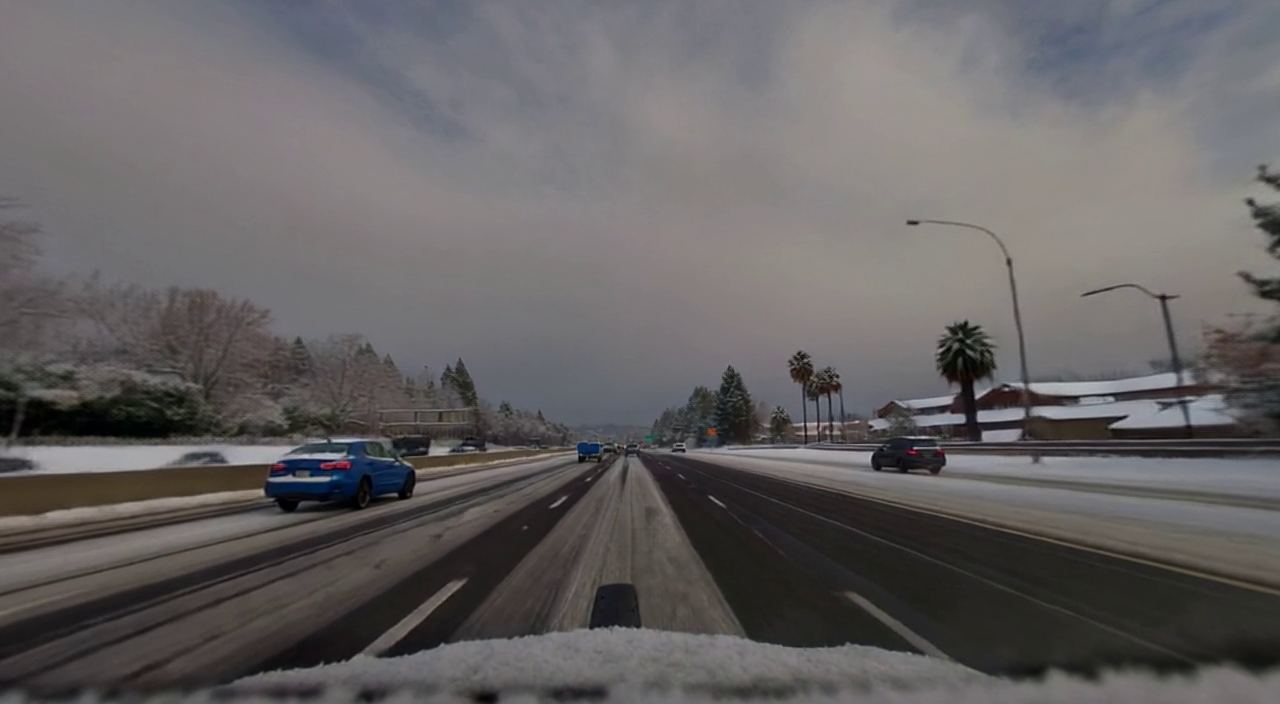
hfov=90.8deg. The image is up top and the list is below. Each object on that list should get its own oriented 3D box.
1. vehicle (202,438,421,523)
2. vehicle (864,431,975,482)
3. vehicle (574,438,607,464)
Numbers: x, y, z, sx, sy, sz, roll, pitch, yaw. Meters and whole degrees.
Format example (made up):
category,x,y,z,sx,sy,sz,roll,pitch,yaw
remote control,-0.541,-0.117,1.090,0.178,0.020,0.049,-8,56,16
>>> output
category,x,y,z,sx,sy,sz,roll,pitch,yaw
vehicle,-6.650,2.651,13.647,2.018,1.480,4.999,0,-9,0
vehicle,10.783,4.093,24.845,2.168,1.792,4.457,0,-9,-2
vehicle,-3.797,7.752,49.465,2.225,1.967,4.673,0,-9,-1
